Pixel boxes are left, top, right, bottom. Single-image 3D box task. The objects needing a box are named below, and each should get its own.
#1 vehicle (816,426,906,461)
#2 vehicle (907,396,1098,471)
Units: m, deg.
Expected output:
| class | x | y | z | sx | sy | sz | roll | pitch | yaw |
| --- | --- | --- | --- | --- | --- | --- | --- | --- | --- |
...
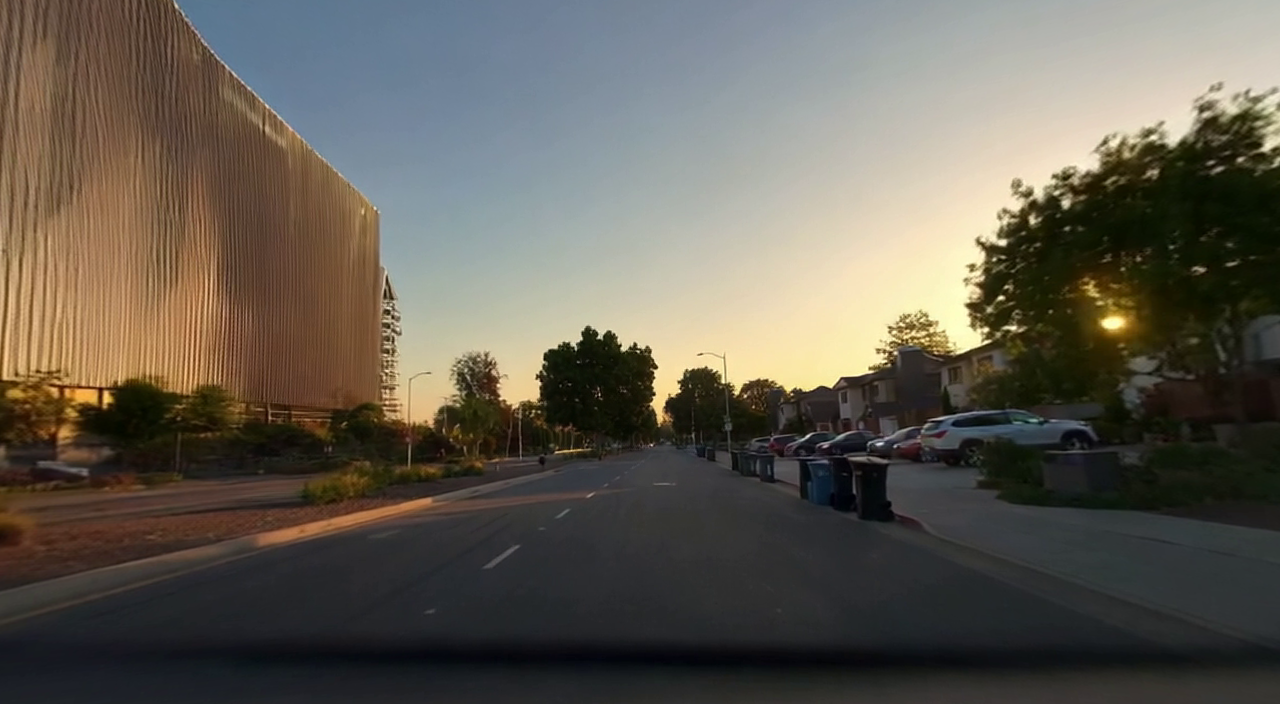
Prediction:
| class | x | y | z | sx | sy | sz | roll | pitch | yaw |
| --- | --- | --- | --- | --- | --- | --- | --- | --- | --- |
| vehicle | 13.021 | 5.407 | 37.320 | 4.478 | 1.578 | 1.944 | -6 | -9 | 2 |
| vehicle | 12.537 | 2.871 | 22.158 | 5.136 | 1.945 | 2.153 | -7 | -9 | 3 |
